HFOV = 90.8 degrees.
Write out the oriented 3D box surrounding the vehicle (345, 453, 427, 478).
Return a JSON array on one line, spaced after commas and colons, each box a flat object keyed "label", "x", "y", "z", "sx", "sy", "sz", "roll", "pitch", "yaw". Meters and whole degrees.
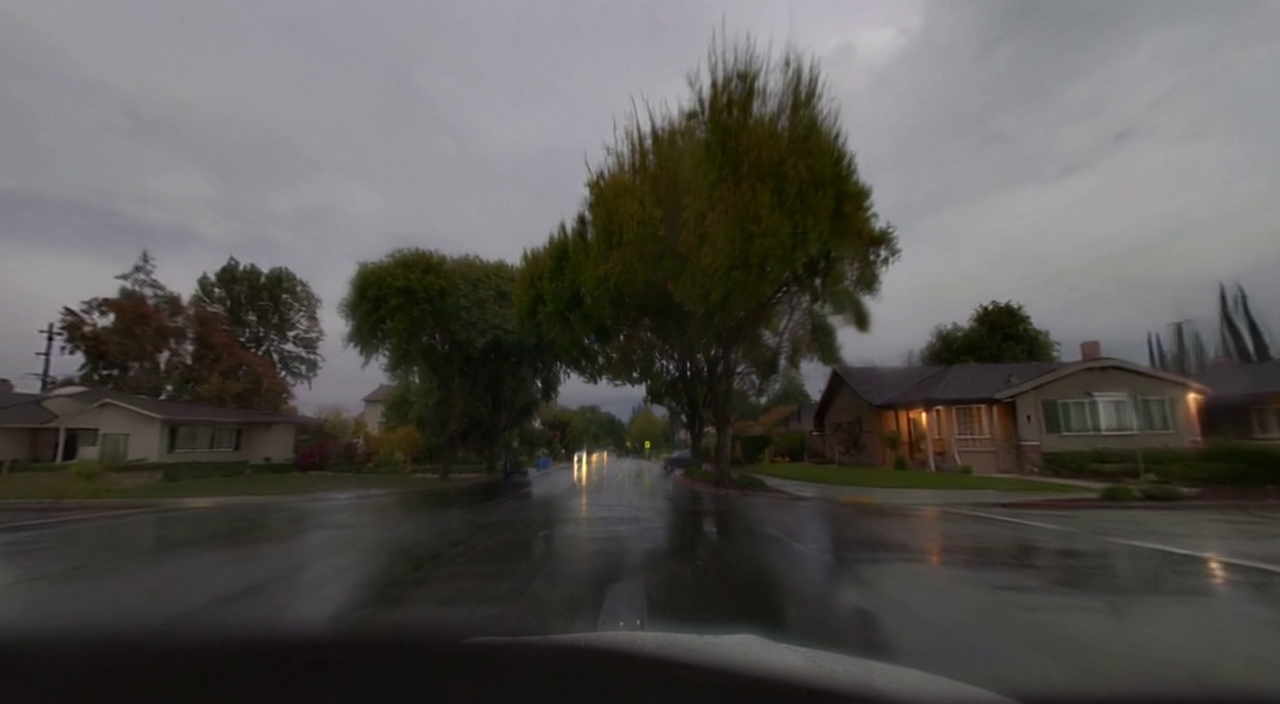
[{"label": "vehicle", "x": -16.079, "y": 7.176, "z": 40.168, "sx": 4.358, "sy": 1.516, "sz": 2.077, "roll": 1, "pitch": -8, "yaw": -4}]
